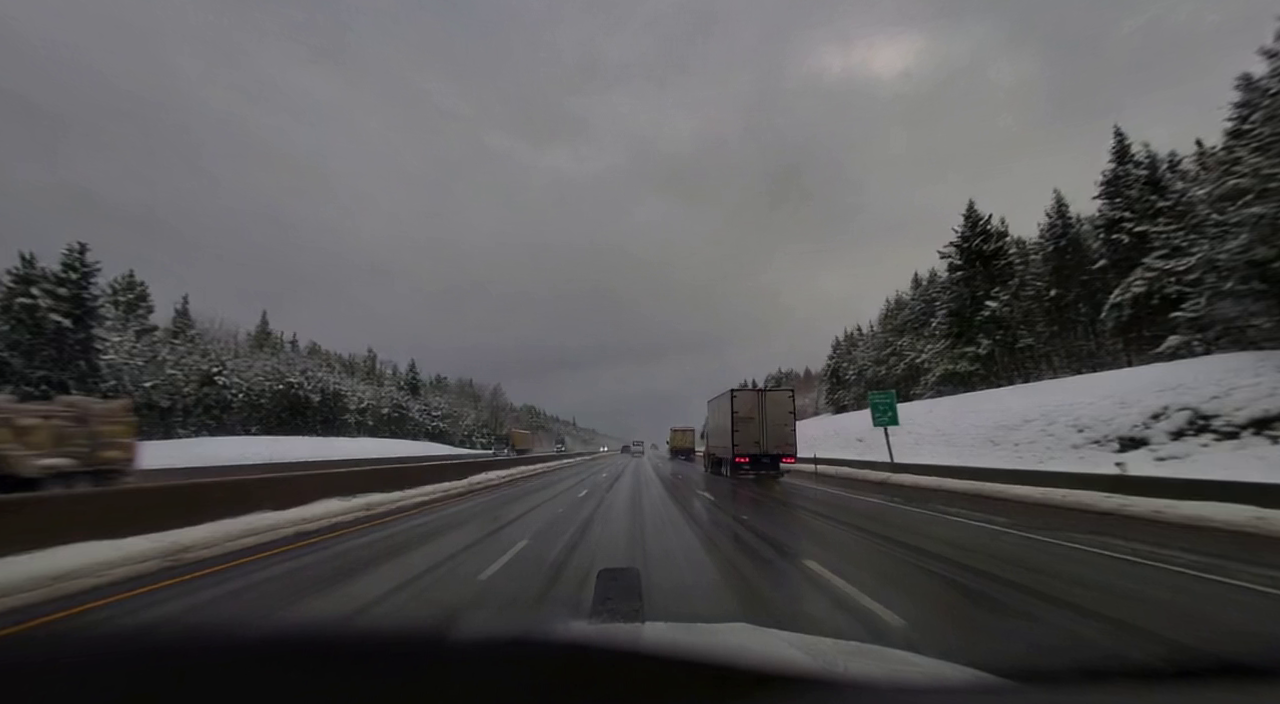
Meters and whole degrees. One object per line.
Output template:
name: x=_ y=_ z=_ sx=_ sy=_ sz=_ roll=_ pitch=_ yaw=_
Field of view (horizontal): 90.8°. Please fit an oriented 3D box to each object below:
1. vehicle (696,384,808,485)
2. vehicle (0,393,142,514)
vehicle: x=4.688 y=3.930 z=29.078 sx=3.032 sy=3.785 sz=10.333 roll=0 pitch=-9 yaw=-1
vehicle: x=-19.039 y=2.920 z=18.109 sx=2.979 sy=3.294 sz=7.760 roll=0 pitch=-9 yaw=1
